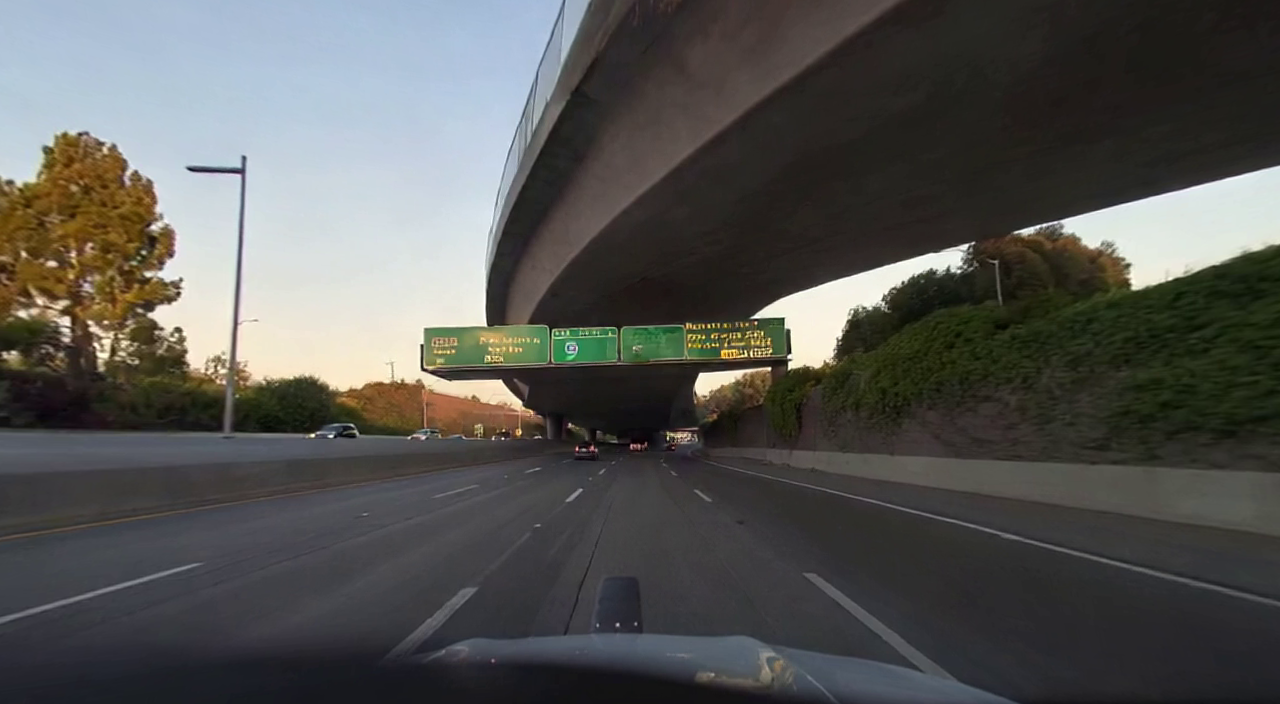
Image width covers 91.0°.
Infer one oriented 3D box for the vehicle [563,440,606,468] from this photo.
[{"bbox_3d":[-3.280,6.114,37.934,2.088,1.565,4.410,0,-8,1],"label":"vehicle"}]
